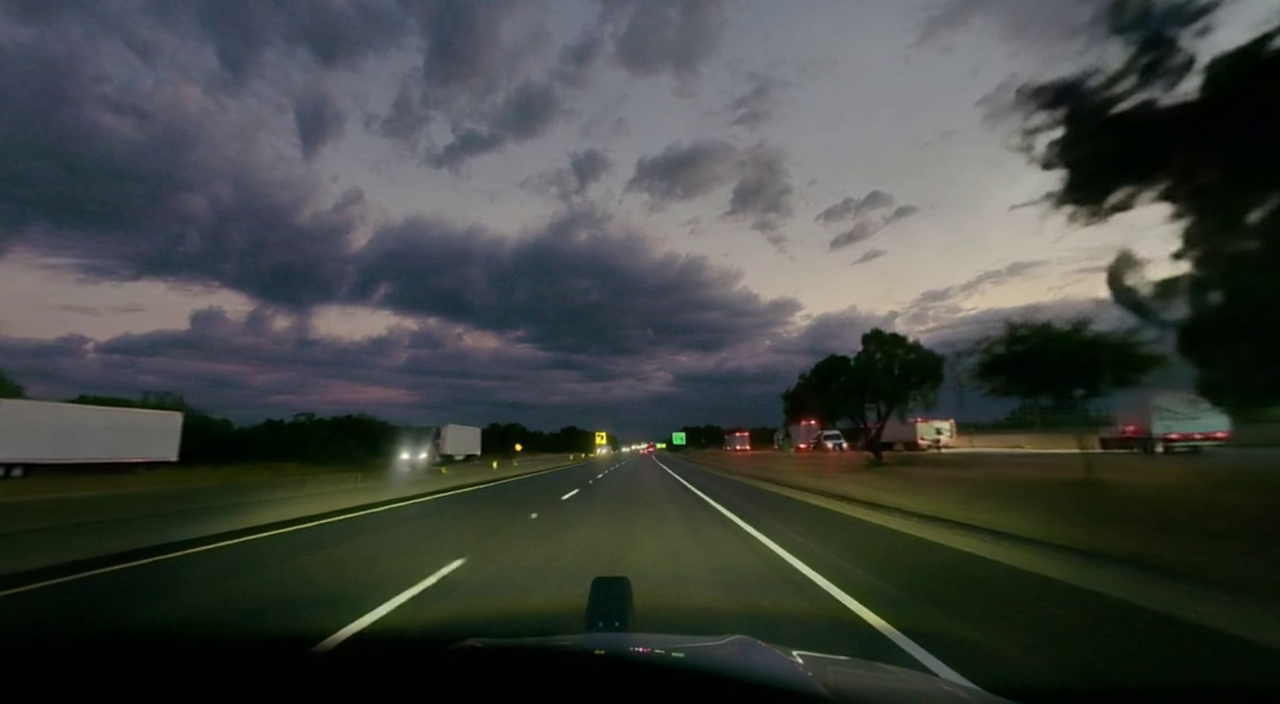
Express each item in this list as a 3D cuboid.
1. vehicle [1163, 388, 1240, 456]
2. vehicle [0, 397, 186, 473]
[{"bbox_3d":[37.522,4.882,41.865,2.837,3.906,12.616,-9,-12,43],"label":"vehicle"},{"bbox_3d":[-38.509,5.757,42.572,3.133,4.363,16.928,0,-9,0],"label":"vehicle"}]
